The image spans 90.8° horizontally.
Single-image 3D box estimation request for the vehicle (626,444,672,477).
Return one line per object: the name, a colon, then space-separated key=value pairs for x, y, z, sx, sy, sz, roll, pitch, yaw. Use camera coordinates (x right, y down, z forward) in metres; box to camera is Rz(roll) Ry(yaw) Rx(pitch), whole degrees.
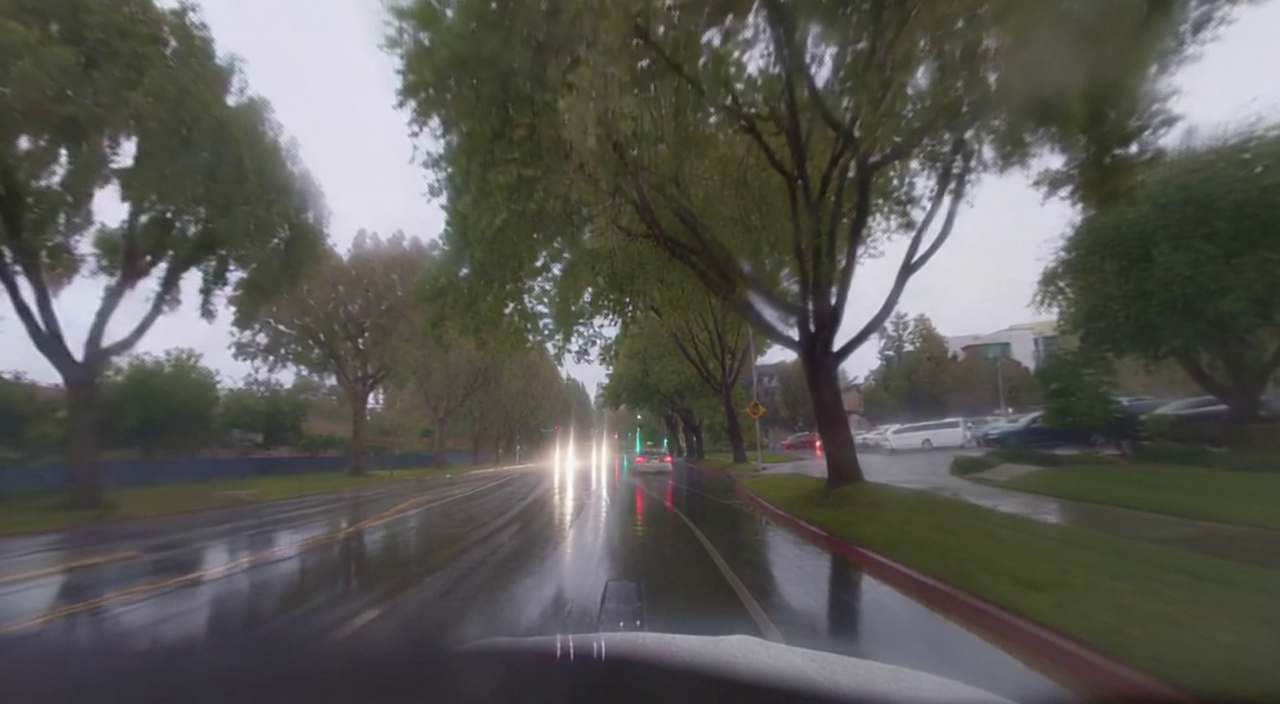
vehicle: x=0.507 y=5.329 z=31.273 sx=2.111 sy=1.466 sz=4.223 roll=-1 pitch=-9 yaw=2
